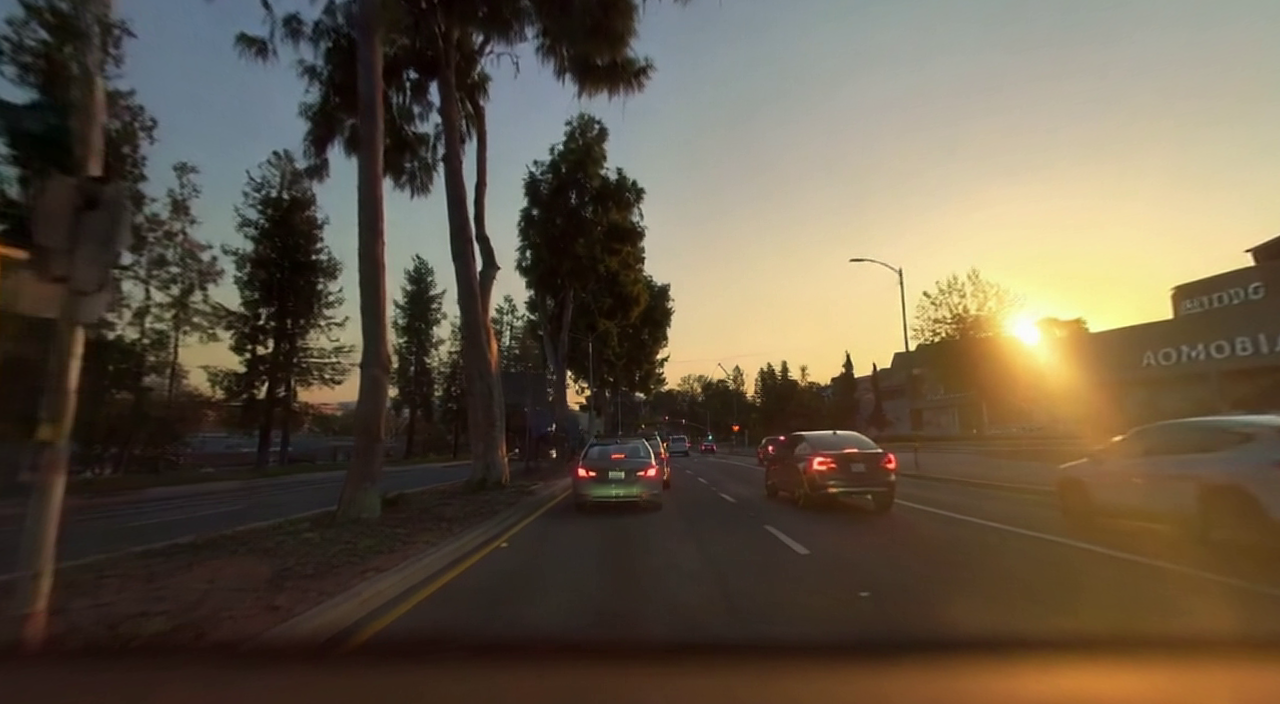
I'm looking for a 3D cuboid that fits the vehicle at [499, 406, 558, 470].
[{"bbox_3d":[-8.042,6.372,46.317,3.043,4.303,6.343,0,-8,1],"label":"vehicle"}]

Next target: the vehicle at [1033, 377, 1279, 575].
[{"bbox_3d":[7.588,1.434,7.578,2.425,1.936,5.081,0,-8,1],"label":"vehicle"}]

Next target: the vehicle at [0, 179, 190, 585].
[{"bbox_3d":[-8.433,-0.519,1.043,3.250,4.249,16.263,0,-8,1],"label":"vehicle"}]

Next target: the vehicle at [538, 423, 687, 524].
[{"bbox_3d":[-0.426,2.214,11.912,2.315,1.563,4.080,0,-8,0],"label":"vehicle"}]

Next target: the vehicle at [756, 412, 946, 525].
[{"bbox_3d":[3.741,2.175,12.220,2.090,1.763,4.560,0,-8,0],"label":"vehicle"}]
